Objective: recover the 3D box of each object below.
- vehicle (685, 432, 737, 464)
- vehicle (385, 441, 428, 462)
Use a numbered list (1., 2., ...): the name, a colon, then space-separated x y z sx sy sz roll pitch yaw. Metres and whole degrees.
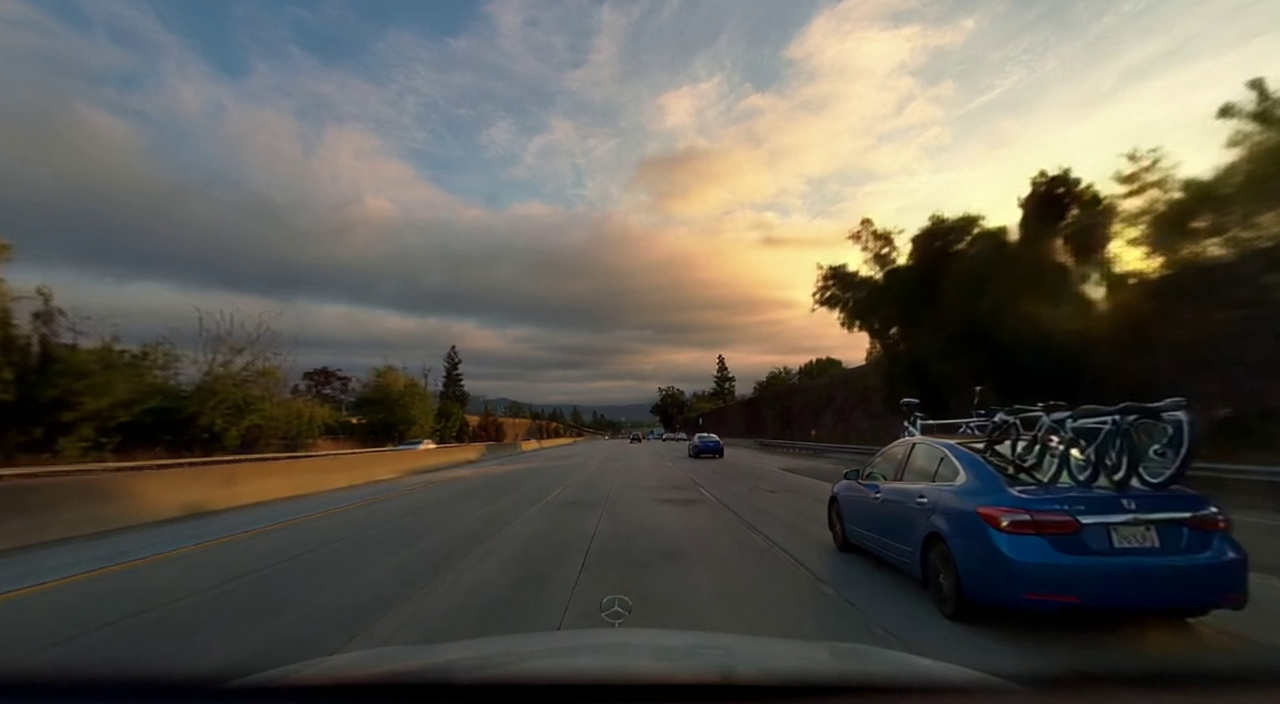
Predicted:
1. vehicle: 3.393 4.656 30.911 1.911 1.449 3.776 0 -8 -3
2. vehicle: -17.608 7.509 47.696 1.745 1.427 3.798 0 -8 0
